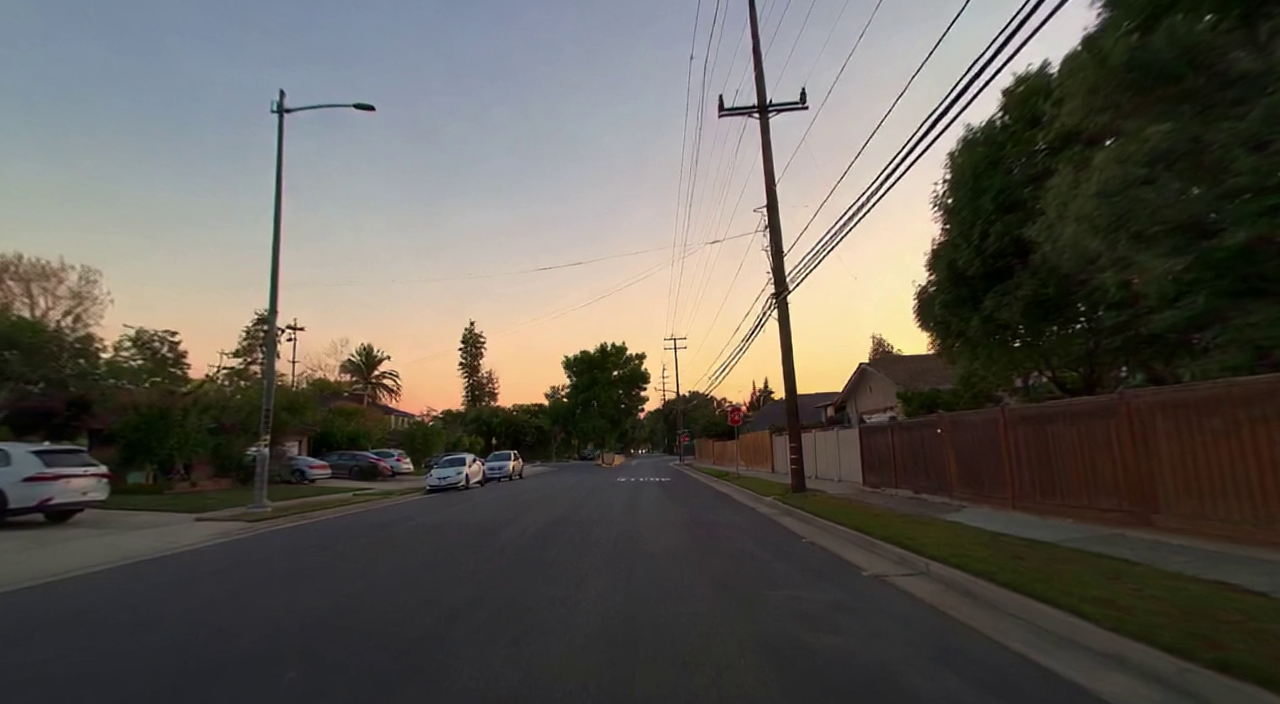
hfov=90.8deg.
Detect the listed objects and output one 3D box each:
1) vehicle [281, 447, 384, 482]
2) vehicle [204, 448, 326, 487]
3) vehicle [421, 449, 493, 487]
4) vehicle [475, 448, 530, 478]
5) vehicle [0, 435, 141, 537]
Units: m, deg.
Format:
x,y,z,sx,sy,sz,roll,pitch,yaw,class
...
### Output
x,y,z,sx,sy,sz,roll,pitch,yaw,class
-16.261,5.957,33.656,4.364,1.802,2.122,1,-9,-7,vehicle
-17.984,5.522,30.541,4.539,1.737,2.098,2,-9,-13,vehicle
-8.589,5.436,29.993,1.950,1.627,4.027,-1,-9,4,vehicle
-8.480,6.875,39.393,2.047,1.679,3.948,-1,-9,9,vehicle
-13.677,2.649,12.757,5.034,1.887,2.245,2,-9,-12,vehicle
